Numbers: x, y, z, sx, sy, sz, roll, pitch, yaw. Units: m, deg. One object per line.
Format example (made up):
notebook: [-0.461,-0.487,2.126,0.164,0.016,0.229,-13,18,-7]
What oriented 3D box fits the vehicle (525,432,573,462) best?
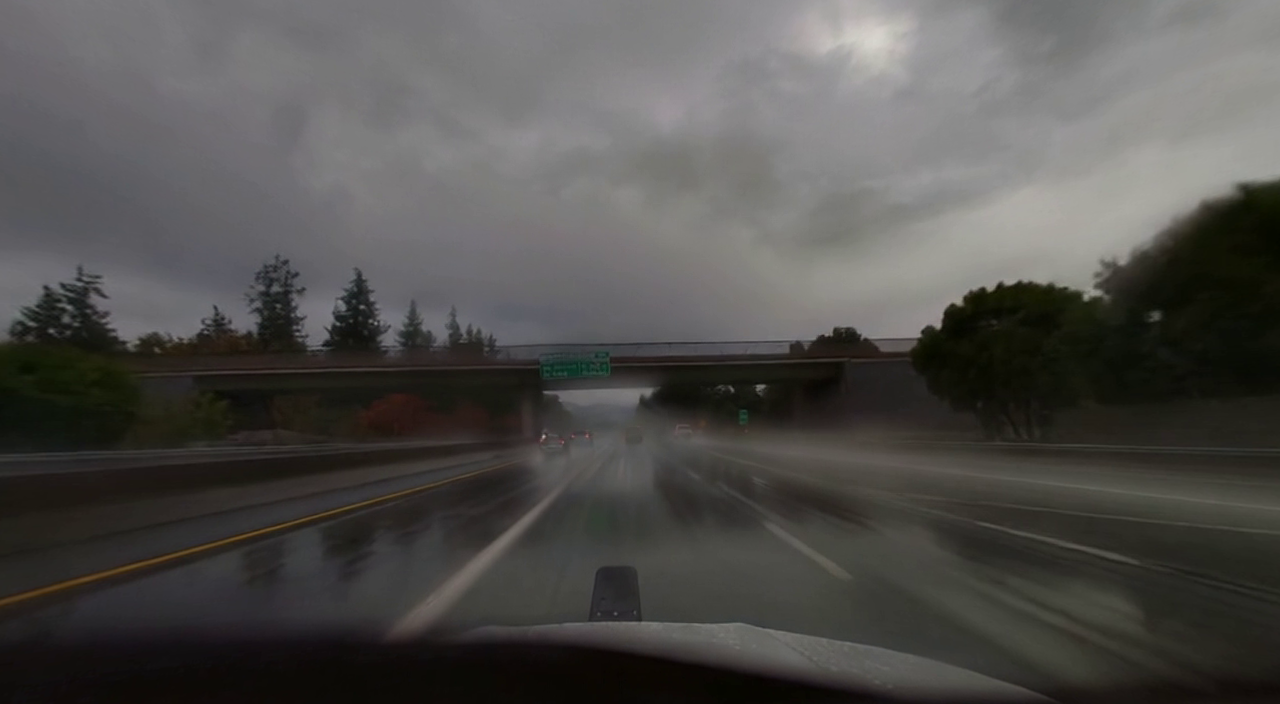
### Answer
vehicle: [-4.683,4.937,32.866,1.933,1.473,4.023,0,-8,-1]
